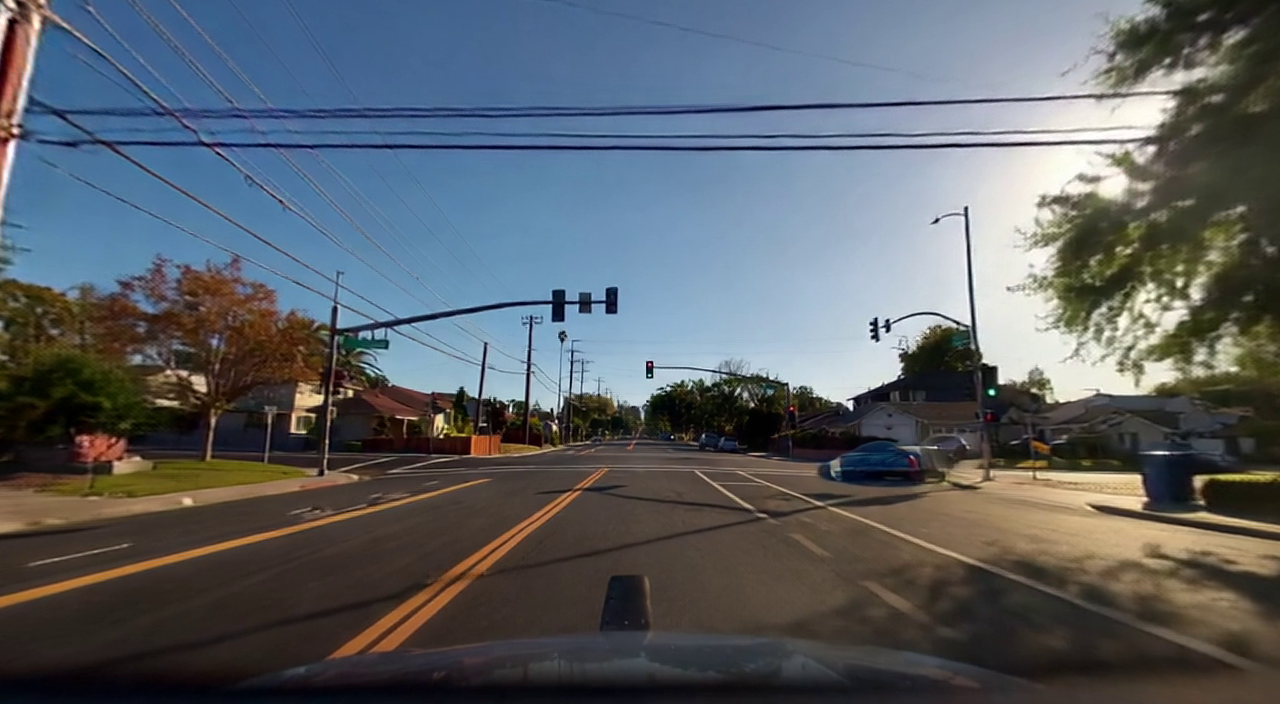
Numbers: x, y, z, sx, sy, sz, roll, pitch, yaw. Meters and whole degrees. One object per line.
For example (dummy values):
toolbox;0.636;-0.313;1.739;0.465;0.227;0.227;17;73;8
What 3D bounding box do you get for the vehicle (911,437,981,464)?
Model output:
vehicle;23.097;7.477;47.822;2.030;1.927;4.853;2;-9;-13
